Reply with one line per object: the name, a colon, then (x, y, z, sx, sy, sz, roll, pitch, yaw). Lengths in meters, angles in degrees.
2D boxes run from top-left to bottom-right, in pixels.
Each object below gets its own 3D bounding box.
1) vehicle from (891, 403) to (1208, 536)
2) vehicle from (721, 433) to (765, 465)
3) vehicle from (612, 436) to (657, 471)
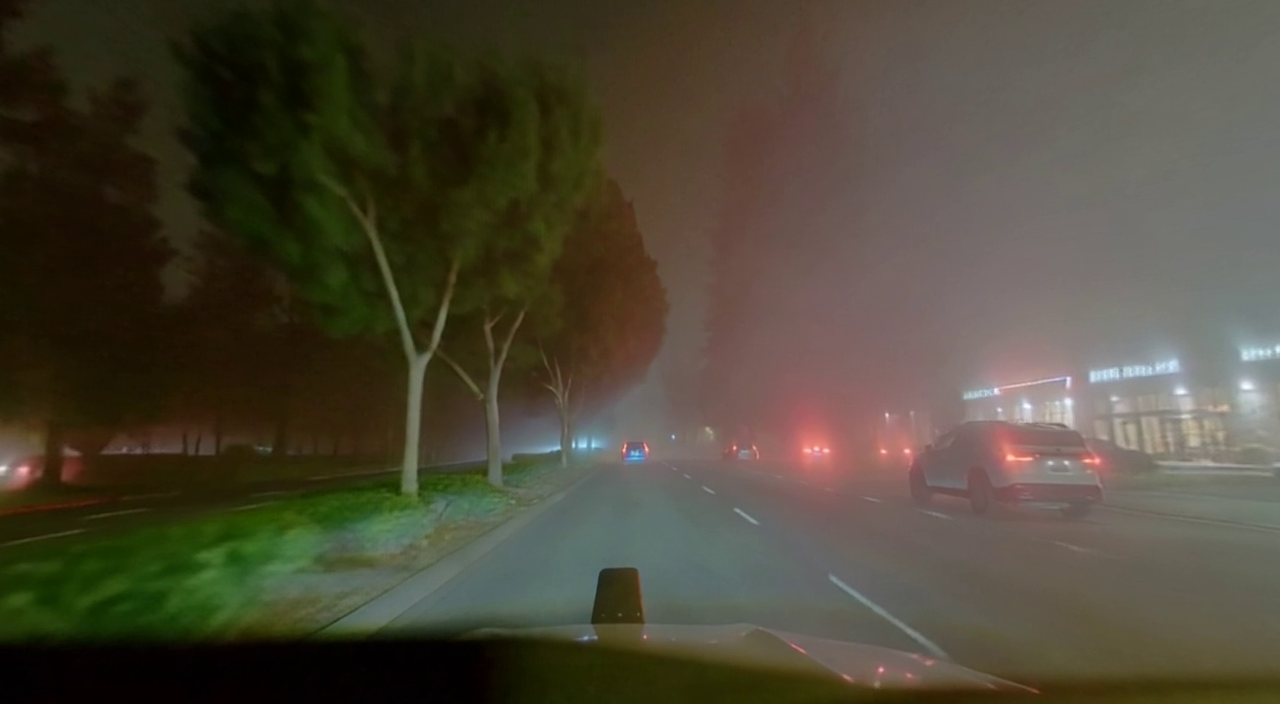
vehicle: (7.107, 2.120, 12.101, 2.240, 1.923, 5.678, 0, -8, 0)
vehicle: (6.388, 6.051, 39.531, 1.955, 1.845, 4.538, 0, -8, 0)
vehicle: (-0.265, 4.864, 30.546, 2.037, 1.568, 3.693, 0, -8, 0)
